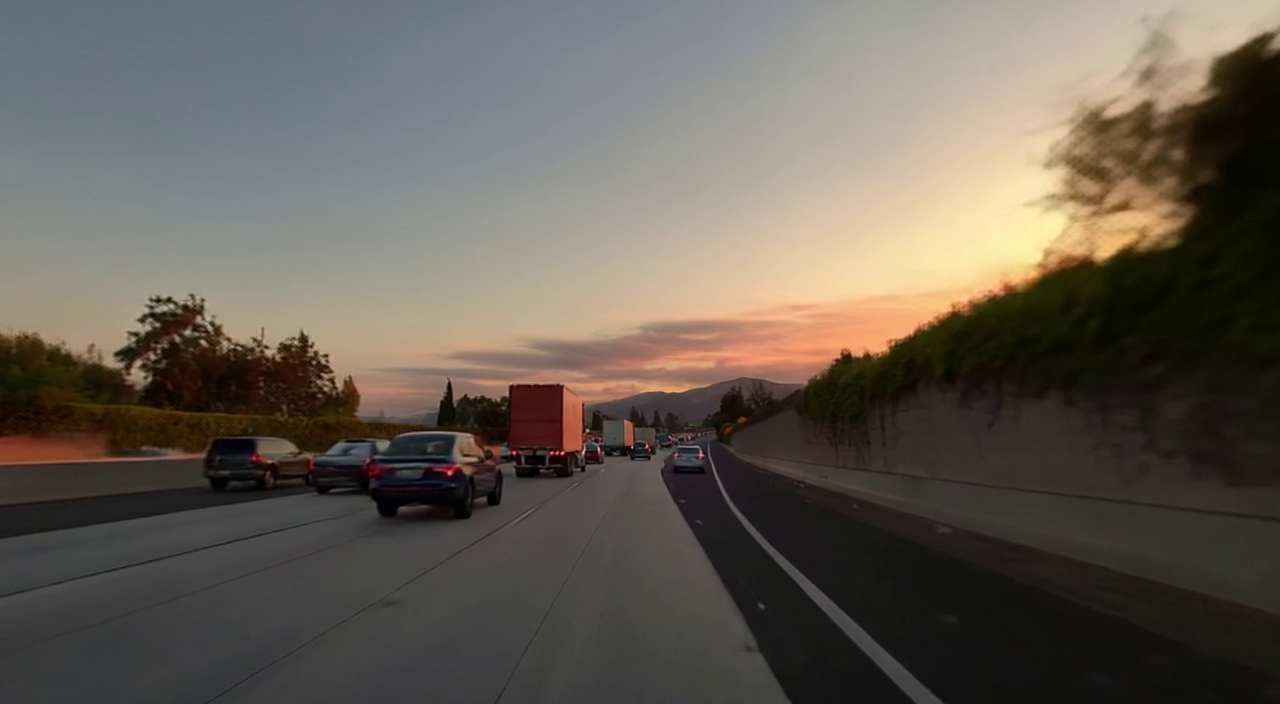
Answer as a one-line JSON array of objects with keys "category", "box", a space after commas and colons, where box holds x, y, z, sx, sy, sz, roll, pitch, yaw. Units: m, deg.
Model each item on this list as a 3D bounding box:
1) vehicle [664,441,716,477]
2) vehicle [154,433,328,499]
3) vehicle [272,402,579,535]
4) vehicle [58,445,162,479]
[{"category": "vehicle", "box": [2.204, 4.793, 28.550, 2.176, 1.493, 3.955, -1, -8, 3]}, {"category": "vehicle", "box": [-11.615, 3.332, 18.872, 2.073, 1.722, 4.664, 0, -8, 1]}, {"category": "vehicle", "box": [-3.899, 2.831, 16.870, 3.050, 1.964, 15.030, 0, -8, 0]}, {"category": "vehicle", "box": [-25.496, 5.285, 30.514, 1.730, 1.525, 3.746, 0, -8, 1]}]
